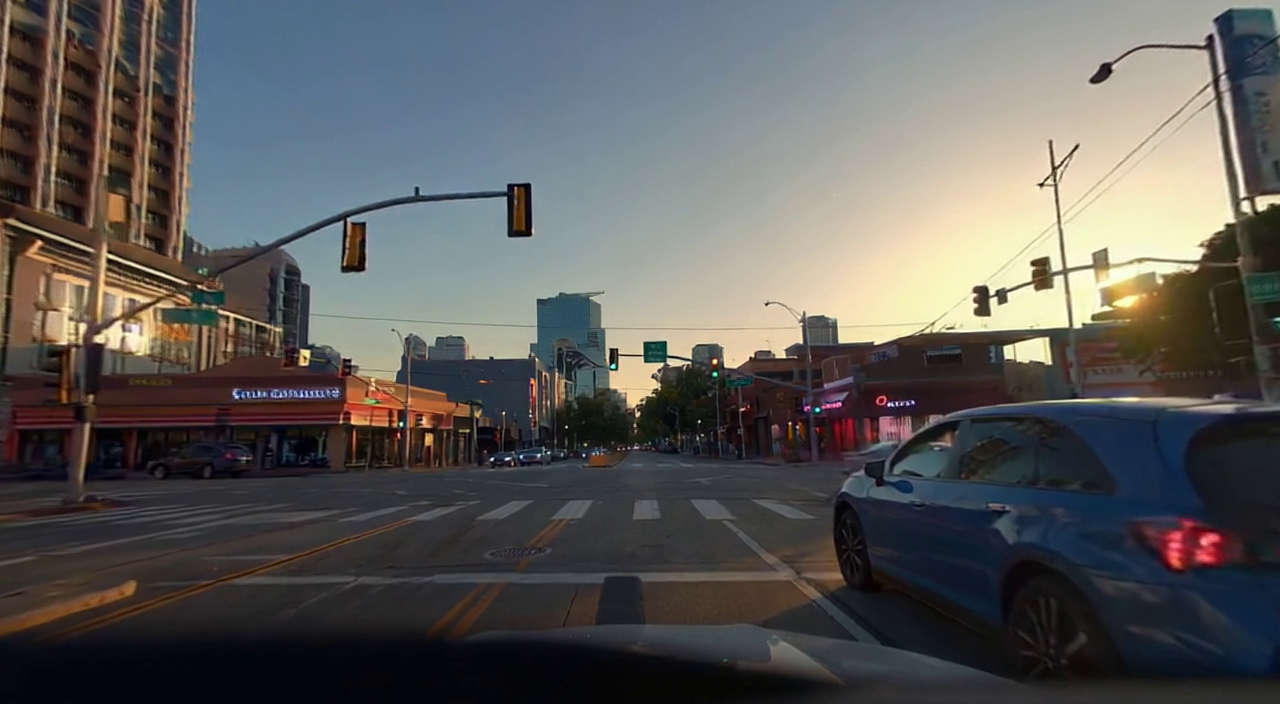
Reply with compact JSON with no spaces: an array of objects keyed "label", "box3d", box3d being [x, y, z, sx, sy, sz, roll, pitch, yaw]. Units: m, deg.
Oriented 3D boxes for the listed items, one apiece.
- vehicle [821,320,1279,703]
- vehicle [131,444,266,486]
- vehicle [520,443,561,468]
[{"label":"vehicle","box3d":[2.927,1.054,4.193,2.049,1.691,4.447,0,-8,-1]},{"label":"vehicle","box3d":[-21.523,5.474,30.893,5.161,1.910,2.275,-2,-9,10]},{"label":"vehicle","box3d":[-7.337,7.692,47.059,2.181,1.703,4.512,-1,-8,1]}]
